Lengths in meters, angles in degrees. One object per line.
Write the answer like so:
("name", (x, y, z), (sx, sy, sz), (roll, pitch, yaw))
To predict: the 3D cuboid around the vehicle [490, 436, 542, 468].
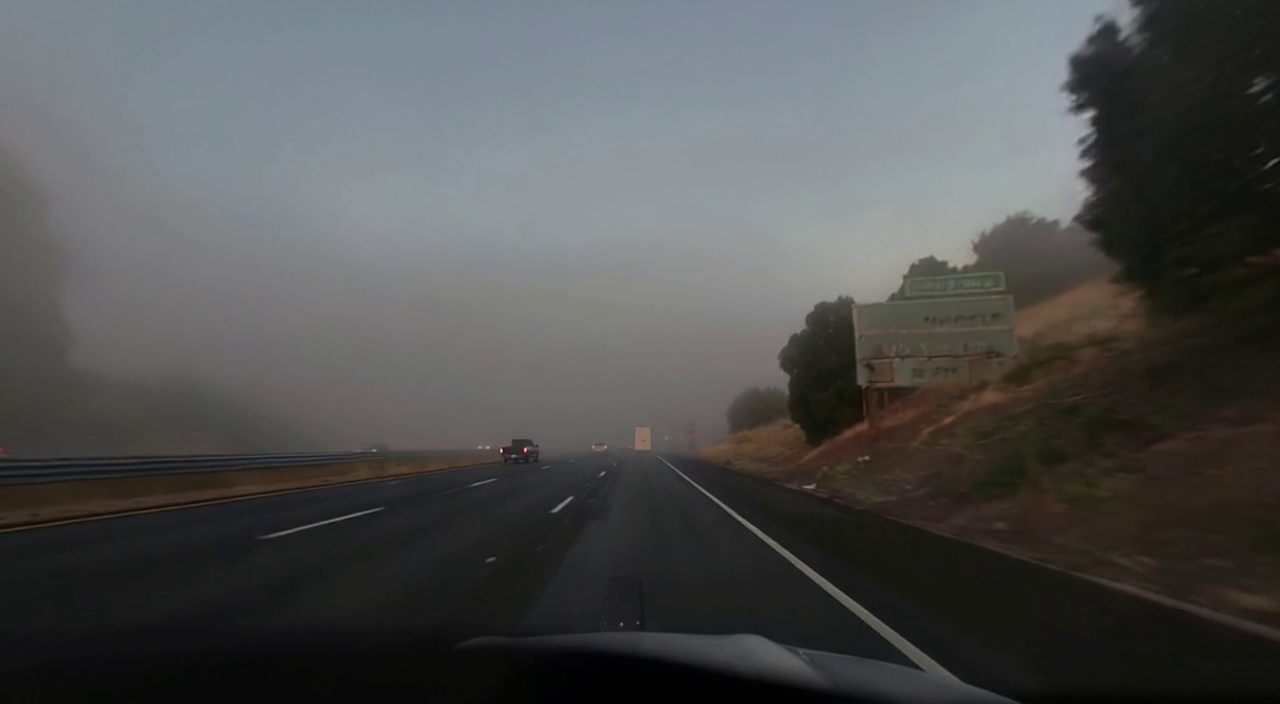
("vehicle", (-7.180, 5.853, 36.886), (2.070, 1.738, 4.733), (0, -8, 0))
